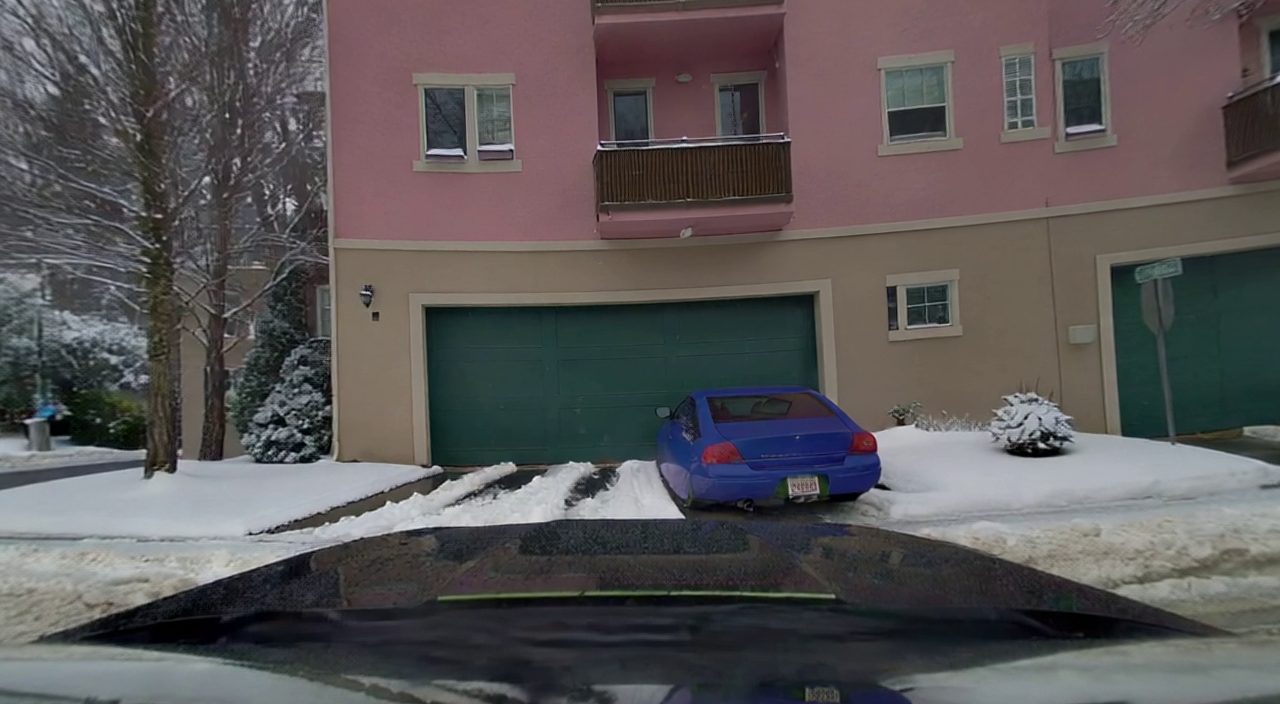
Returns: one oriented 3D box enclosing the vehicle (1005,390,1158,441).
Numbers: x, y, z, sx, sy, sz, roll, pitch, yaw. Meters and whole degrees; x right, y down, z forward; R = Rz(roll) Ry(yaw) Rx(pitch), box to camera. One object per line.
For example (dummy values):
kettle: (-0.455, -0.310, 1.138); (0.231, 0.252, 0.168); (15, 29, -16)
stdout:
vehicle: (15.841, 2.322, 22.781); (3.905, 1.475, 2.057); (-4, -7, -3)

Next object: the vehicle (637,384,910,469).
vehicle: (2.296, 1.415, 11.834); (4.697, 1.444, 1.825); (0, -8, -1)

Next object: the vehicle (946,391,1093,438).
vehicle: (15.047, 2.542, 25.239); (4.438, 1.776, 2.182); (0, -8, 0)
